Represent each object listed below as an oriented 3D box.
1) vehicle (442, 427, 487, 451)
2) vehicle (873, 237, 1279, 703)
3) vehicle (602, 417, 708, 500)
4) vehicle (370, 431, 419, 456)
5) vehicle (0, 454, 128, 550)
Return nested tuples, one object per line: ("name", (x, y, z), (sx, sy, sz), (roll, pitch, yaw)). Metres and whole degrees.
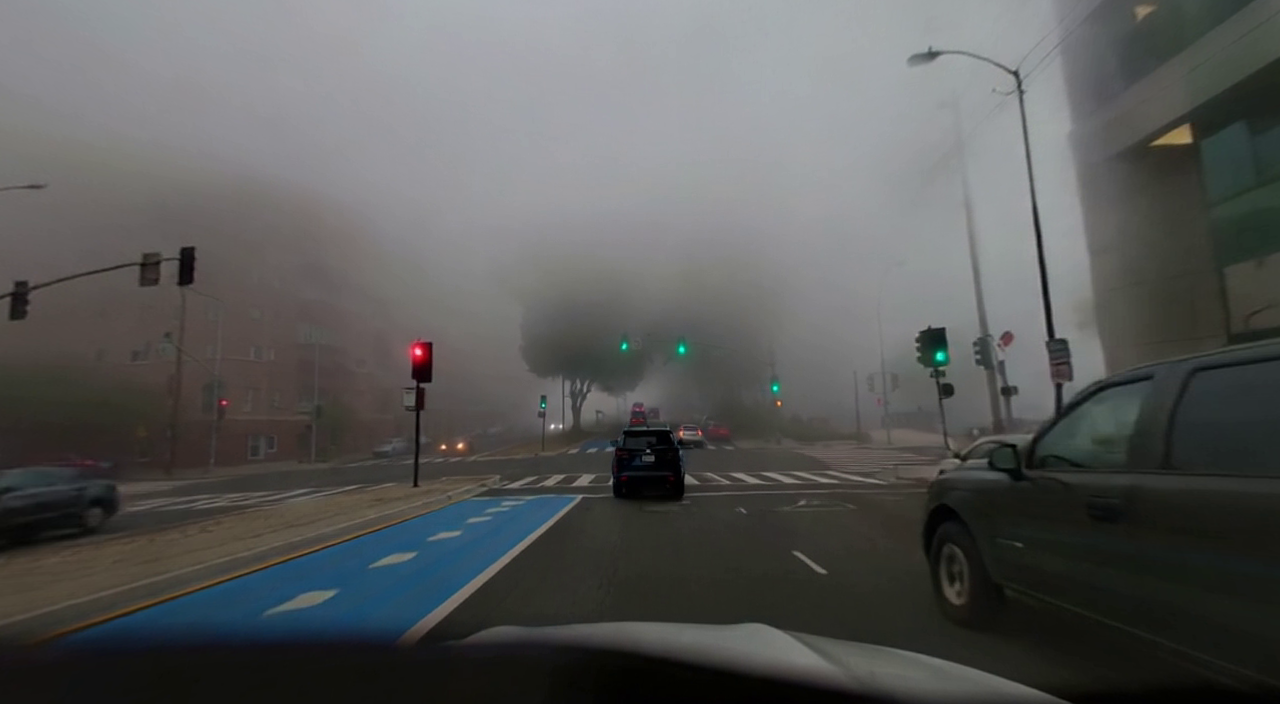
("vehicle", (-13.324, 6.685, 48.155), (2.062, 1.697, 4.321), (0, -8, 2))
("vehicle", (3.374, 0.703, 2.450), (2.487, 2.048, 6.443), (0, -9, 0))
("vehicle", (0.337, 2.638, 15.868), (2.283, 1.773, 4.255), (0, -9, 0))
("vehicle", (-19.221, 7.193, 49.553), (2.060, 1.867, 4.626), (0, -9, -2))
("vehicle", (-13.380, 2.999, 12.719), (2.025, 1.785, 4.845), (0, -9, 0))
